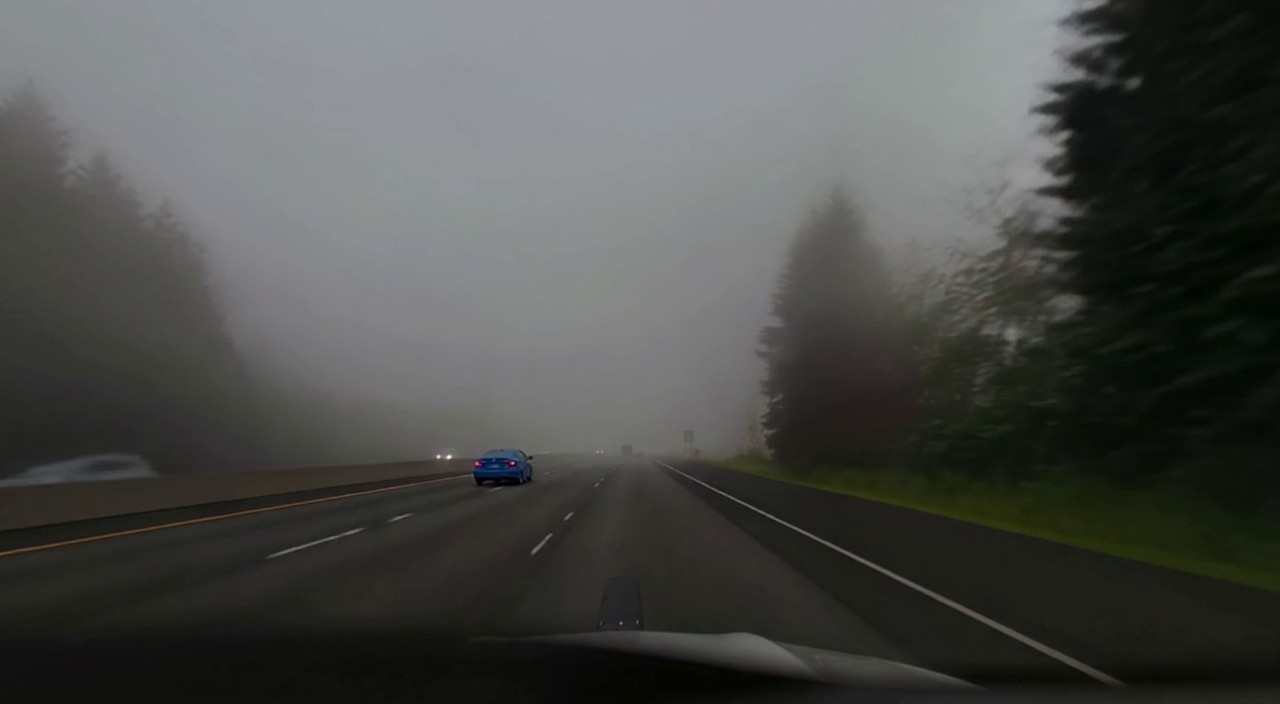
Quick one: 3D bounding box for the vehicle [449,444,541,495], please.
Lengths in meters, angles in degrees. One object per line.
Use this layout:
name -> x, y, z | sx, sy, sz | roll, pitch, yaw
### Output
vehicle -> -4.714, 3.872, 21.173 | 2.121, 1.537, 3.852 | 0, -9, 1
